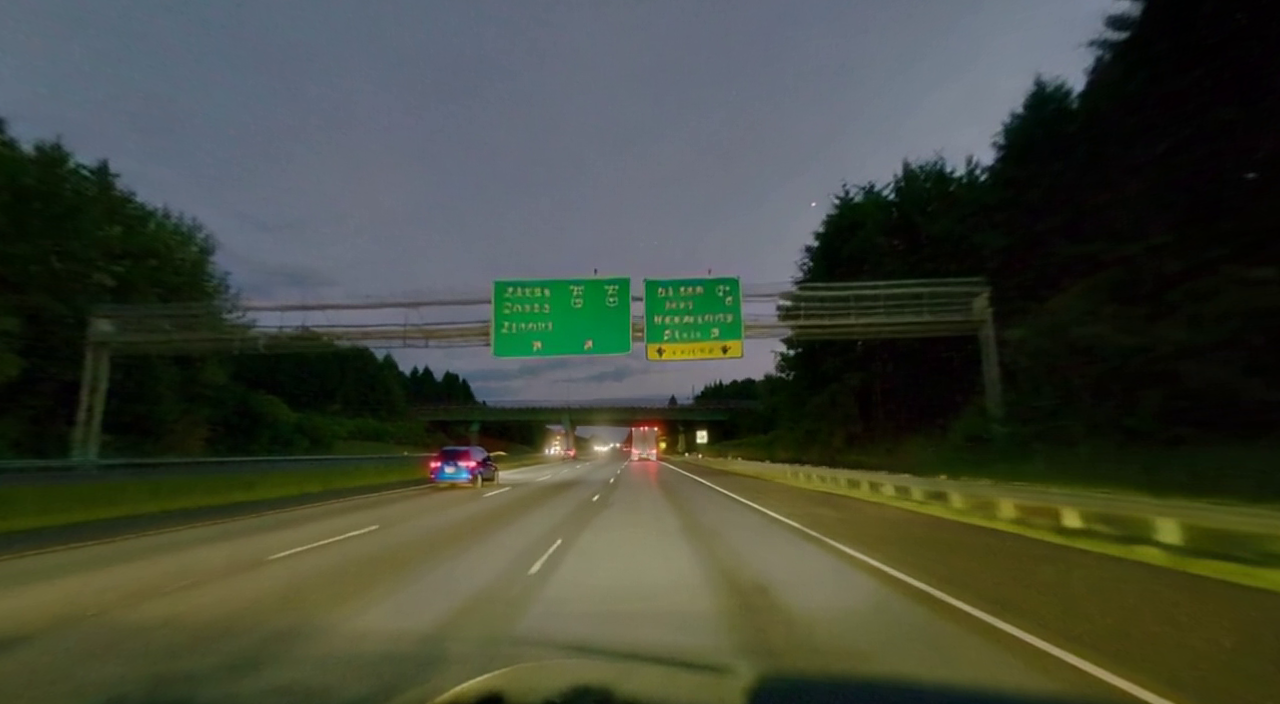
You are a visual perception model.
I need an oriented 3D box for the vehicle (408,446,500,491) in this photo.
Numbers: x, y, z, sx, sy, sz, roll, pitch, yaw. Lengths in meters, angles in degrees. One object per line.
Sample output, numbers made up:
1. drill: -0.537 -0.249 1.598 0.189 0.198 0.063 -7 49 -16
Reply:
1. vehicle: -6.790 4.268 23.571 2.038 1.489 4.603 0 -9 0
